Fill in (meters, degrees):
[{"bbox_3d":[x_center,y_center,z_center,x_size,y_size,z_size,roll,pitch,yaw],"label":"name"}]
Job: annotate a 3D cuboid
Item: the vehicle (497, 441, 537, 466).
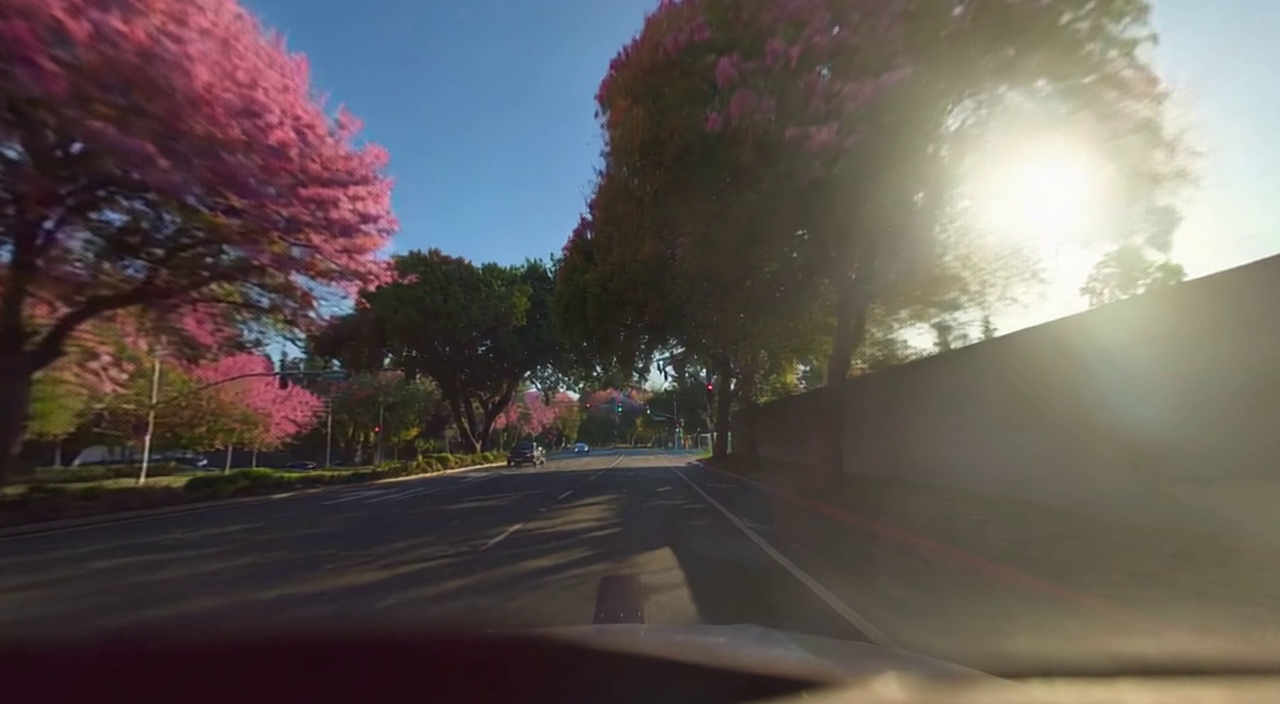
[{"bbox_3d":[-7.897,6.585,40.738,1.783,1.501,4.307,0,-9,-1],"label":"vehicle"}]
